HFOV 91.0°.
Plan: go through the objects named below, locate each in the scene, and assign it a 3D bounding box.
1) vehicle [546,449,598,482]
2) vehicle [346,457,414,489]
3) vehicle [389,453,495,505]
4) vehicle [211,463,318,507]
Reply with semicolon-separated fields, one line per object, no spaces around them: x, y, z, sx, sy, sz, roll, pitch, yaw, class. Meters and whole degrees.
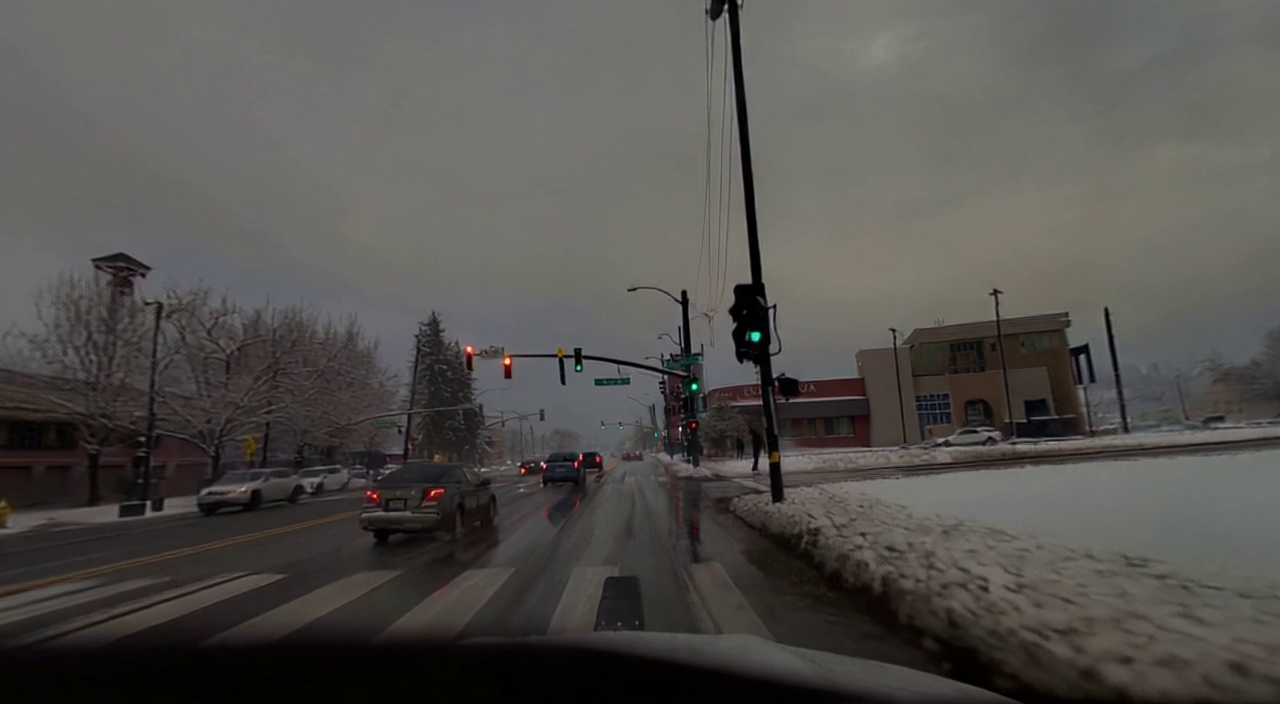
-3.310;5.620;31.443;2.147;1.472;4.406;0;-9;0;vehicle
-15.225;7.074;37.119;2.139;1.692;4.099;0;-9;1;vehicle
-6.350;4.095;20.813;1.960;1.479;4.654;0;-9;1;vehicle
-15.414;5.451;26.161;1.955;1.500;4.458;1;-9;-4;vehicle
